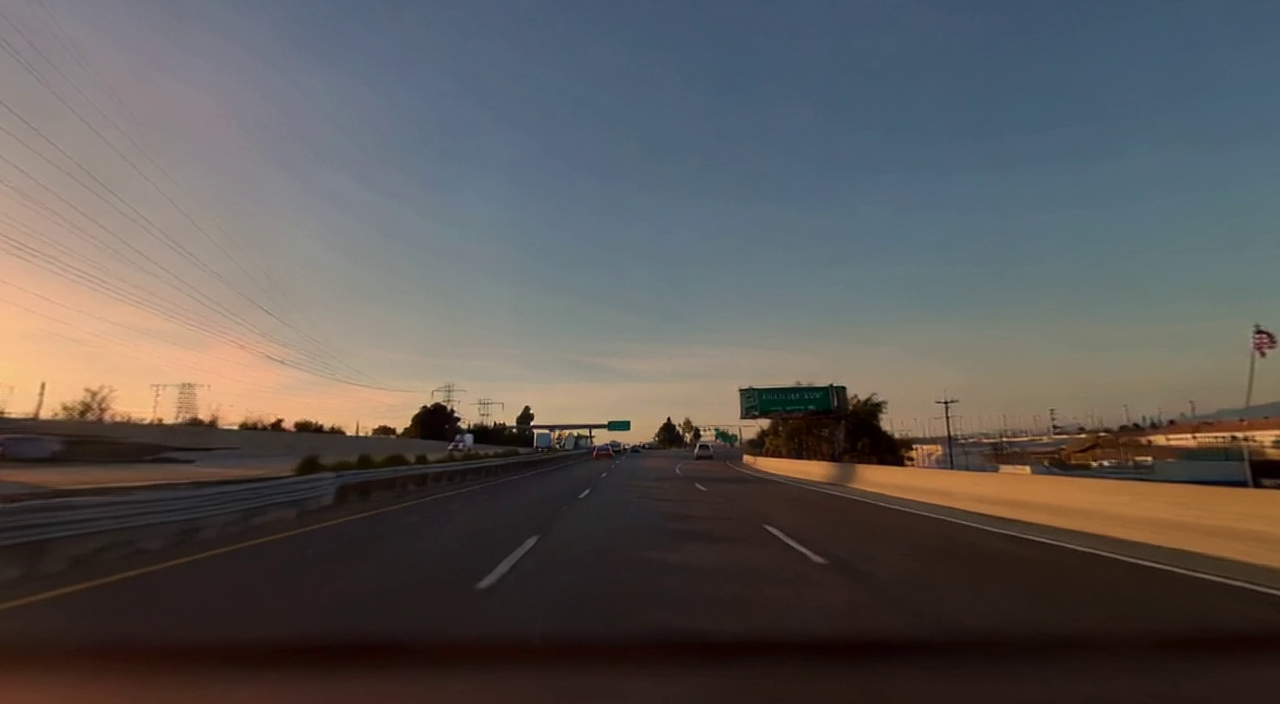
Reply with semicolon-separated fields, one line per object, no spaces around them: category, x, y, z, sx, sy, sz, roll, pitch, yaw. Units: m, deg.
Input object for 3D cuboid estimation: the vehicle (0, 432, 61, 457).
vehicle;-39.489;5.839;39.840;1.820;1.472;4.489;0;-9;0
